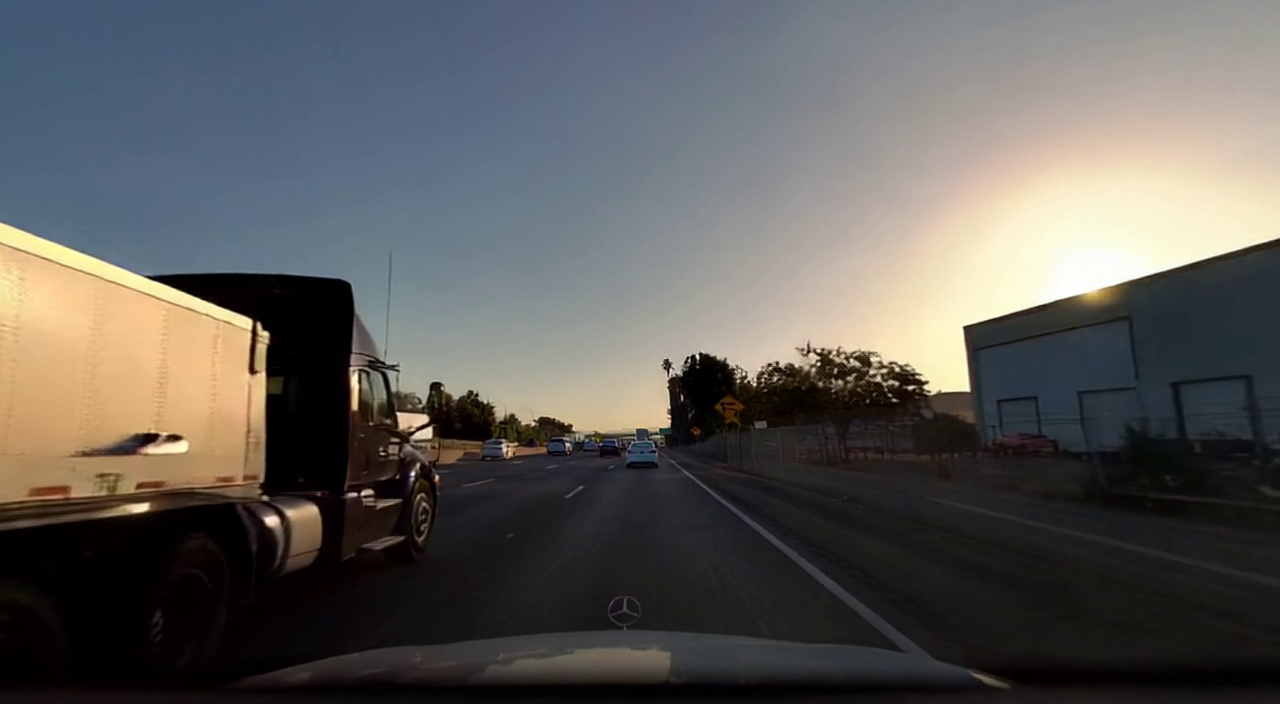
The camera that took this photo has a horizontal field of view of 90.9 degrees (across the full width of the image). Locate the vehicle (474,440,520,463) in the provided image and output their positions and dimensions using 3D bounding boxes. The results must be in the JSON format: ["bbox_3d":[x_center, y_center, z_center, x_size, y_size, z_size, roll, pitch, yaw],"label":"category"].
[{"bbox_3d":[-10.058,7.034,44.856,1.910,1.501,5.004,-1,-8,2],"label":"vehicle"}]

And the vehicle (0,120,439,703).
[{"bbox_3d":[-3.430,0.612,3.400,2.693,2.348,5.694,0,-8,1],"label":"vehicle"}]

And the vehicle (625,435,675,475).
[{"bbox_3d":[0.451,4.675,28.845,2.136,1.678,4.052,0,-8,1],"label":"vehicle"}]

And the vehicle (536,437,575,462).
[{"bbox_3d":[-6.222,7.243,47.054,2.105,1.790,4.689,0,-8,2],"label":"vehicle"}]
